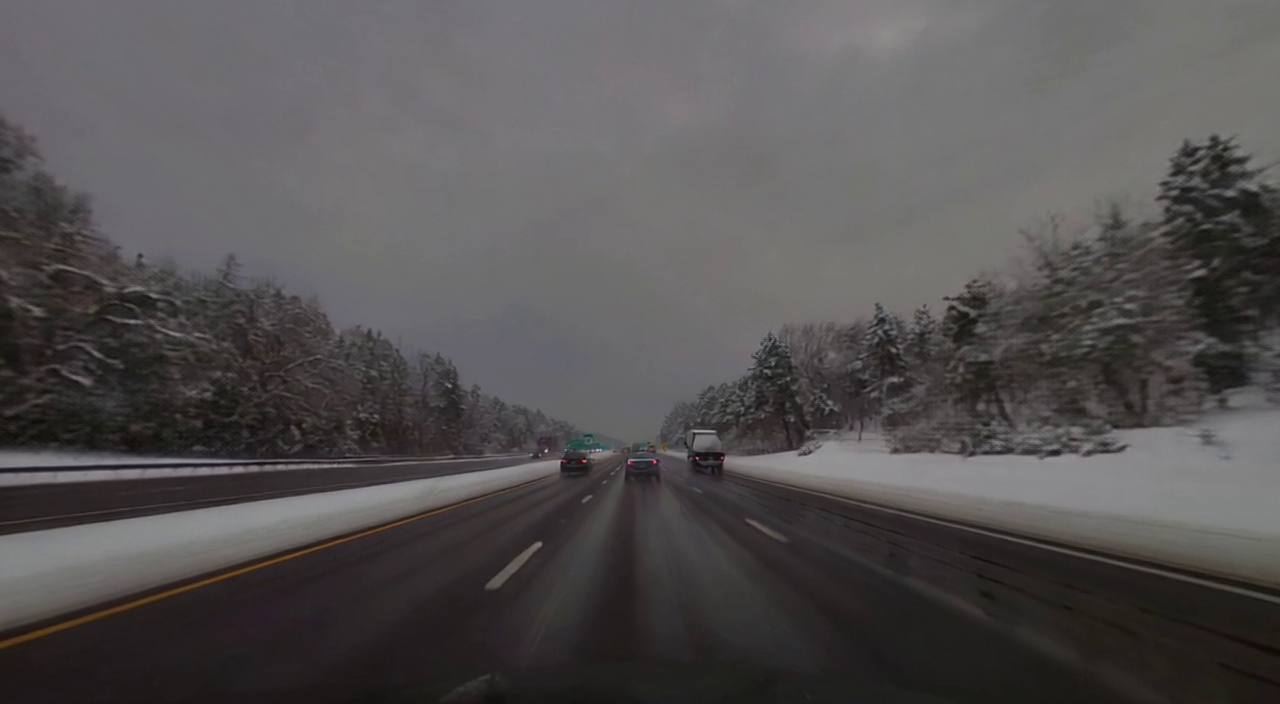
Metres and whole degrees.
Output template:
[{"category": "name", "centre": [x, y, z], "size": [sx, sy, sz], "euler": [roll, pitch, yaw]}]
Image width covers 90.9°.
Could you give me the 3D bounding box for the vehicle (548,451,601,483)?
[{"category": "vehicle", "centre": [-3.121, 5.592, 30.892], "size": [2.105, 1.467, 4.099], "euler": [0, -9, 1]}]

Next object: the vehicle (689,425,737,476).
[{"category": "vehicle", "centre": [4.890, 6.499, 41.251], "size": [2.650, 2.978, 6.937], "euler": [-2, -10, 10]}]

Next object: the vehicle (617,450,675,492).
[{"category": "vehicle", "centre": [0.186, 4.663, 25.050], "size": [2.089, 1.516, 4.191], "euler": [0, -9, -1]}]
